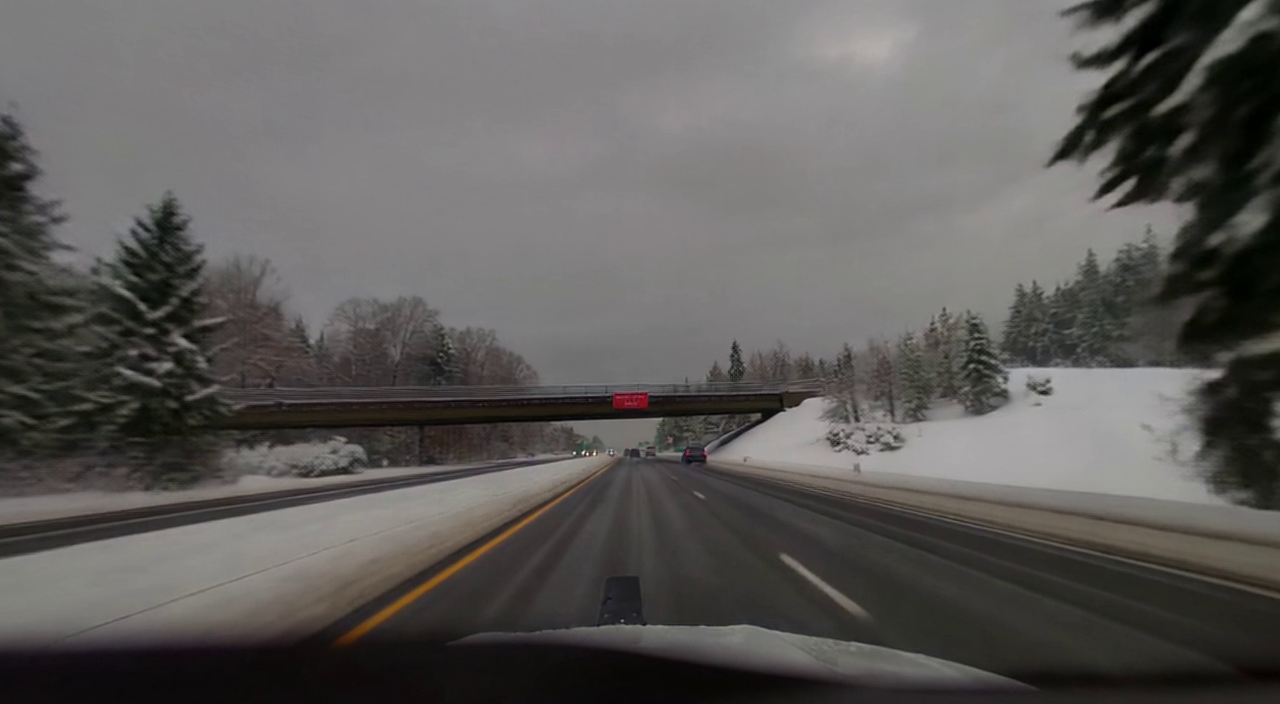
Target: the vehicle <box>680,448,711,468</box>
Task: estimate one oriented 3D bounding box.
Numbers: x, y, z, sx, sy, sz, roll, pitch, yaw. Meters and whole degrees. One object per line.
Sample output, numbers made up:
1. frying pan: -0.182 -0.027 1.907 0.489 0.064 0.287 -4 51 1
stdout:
1. vehicle: 4.335 8.328 49.704 1.987 1.473 4.244 0 -9 0
